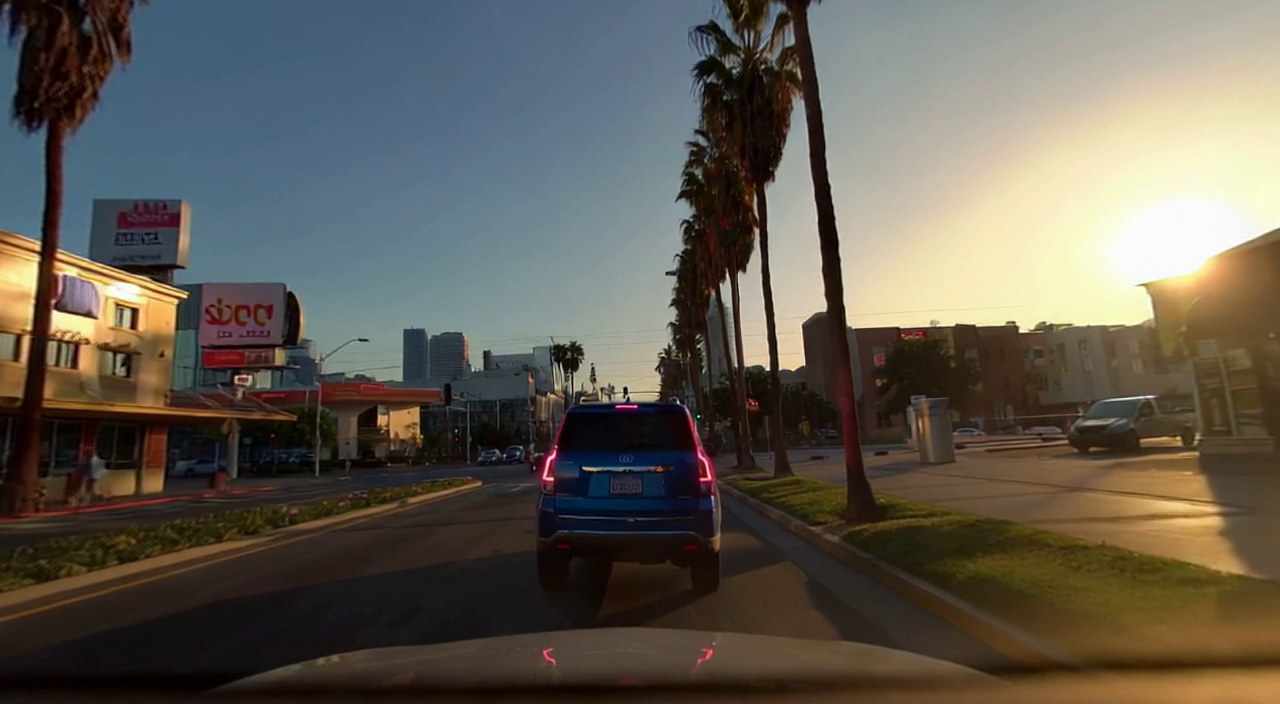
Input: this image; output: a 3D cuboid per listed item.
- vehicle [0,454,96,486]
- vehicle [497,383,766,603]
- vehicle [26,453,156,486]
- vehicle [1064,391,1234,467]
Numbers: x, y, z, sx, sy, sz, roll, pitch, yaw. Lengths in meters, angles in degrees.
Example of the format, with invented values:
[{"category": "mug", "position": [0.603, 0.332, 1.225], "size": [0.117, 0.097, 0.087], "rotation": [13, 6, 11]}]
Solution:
[{"category": "vehicle", "position": [-28.431, 5.359, 28.697], "size": [5.154, 1.343, 1.943], "rotation": [4, -9, -25]}, {"category": "vehicle", "position": [-0.116, 1.464, 7.278], "size": [2.234, 1.818, 3.869], "rotation": [0, -9, -2]}, {"category": "vehicle", "position": [-27.878, 5.959, 32.304], "size": [4.593, 1.528, 1.979], "rotation": [5, -10, -29]}, {"category": "vehicle", "position": [16.120, 2.492, 19.892], "size": [6.060, 2.047, 2.490], "rotation": [6, -11, -36]}]
